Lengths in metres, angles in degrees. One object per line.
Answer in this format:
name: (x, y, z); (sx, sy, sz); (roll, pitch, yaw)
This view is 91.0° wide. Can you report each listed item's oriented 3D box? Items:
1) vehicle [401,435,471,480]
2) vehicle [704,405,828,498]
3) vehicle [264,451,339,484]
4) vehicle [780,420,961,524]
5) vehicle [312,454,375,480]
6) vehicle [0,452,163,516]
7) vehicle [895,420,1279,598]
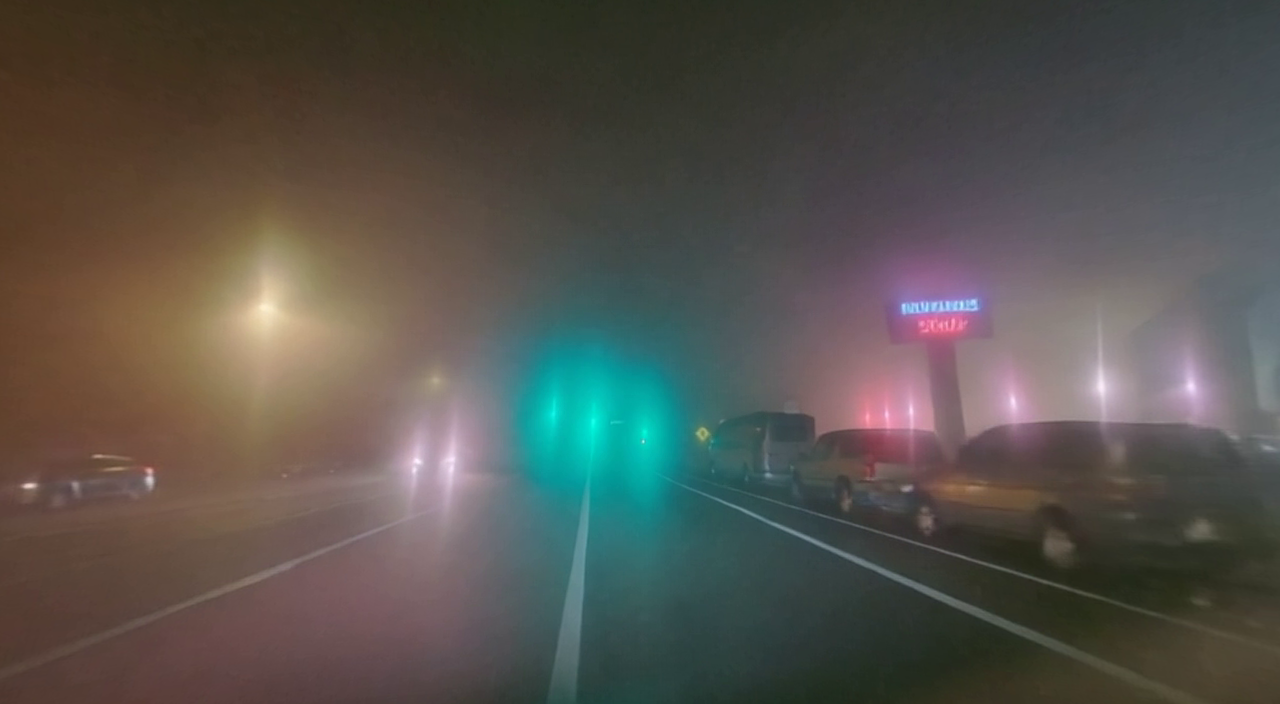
vehicle: (-10.077, 5.255, 31.574); (2.235, 2.023, 4.923); (1, -9, -5)
vehicle: (4.335, 3.582, 23.205); (2.739, 2.866, 6.142); (-1, -7, -5)
vehicle: (-18.582, 6.328, 34.796); (2.021, 1.695, 4.372); (1, -9, -5)
vehicle: (5.111, 2.749, 14.972); (2.002, 2.010, 5.145); (1, -9, -4)
vehicle: (-19.025, 7.376, 40.651); (1.906, 1.509, 4.834); (0, -9, -2)
vehicle: (-17.512, 4.024, 19.677); (1.928, 1.718, 4.279); (0, -9, -3)
vehicle: (5.570, 1.923, 8.650); (1.952, 1.771, 4.385); (1, -9, -5)
